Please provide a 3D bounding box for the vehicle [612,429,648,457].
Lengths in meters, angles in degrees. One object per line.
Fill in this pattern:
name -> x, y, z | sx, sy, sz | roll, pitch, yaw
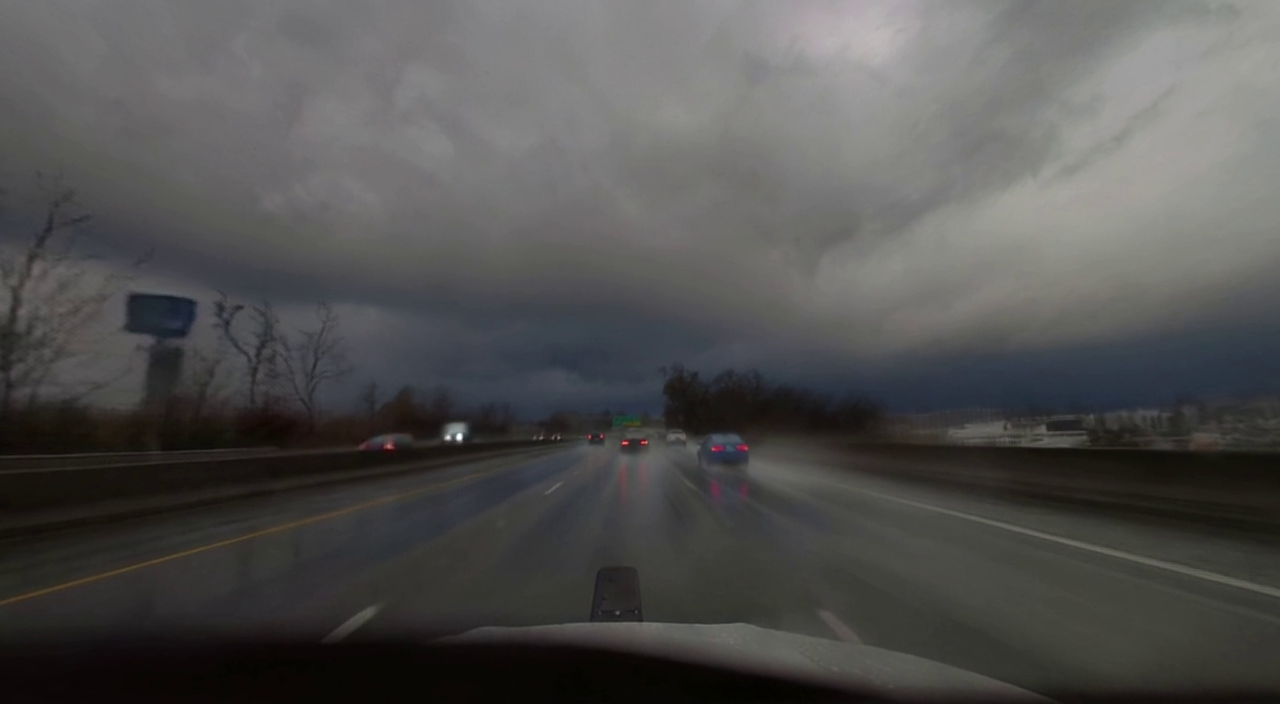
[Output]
vehicle -> -0.666, 5.870, 40.631 | 2.182, 1.680, 4.253 | 0, -8, -1

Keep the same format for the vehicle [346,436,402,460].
vehicle -> -17.185, 6.217, 40.884 | 1.842, 1.494, 4.232 | 0, -8, -1

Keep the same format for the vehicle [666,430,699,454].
vehicle -> 3.160, 6.829, 47.791 | 2.098, 1.677, 4.275 | 0, -8, -1

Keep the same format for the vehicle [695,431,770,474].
vehicle -> 3.423, 3.798, 24.237 | 2.056, 1.479, 4.660 | 0, -8, -2
